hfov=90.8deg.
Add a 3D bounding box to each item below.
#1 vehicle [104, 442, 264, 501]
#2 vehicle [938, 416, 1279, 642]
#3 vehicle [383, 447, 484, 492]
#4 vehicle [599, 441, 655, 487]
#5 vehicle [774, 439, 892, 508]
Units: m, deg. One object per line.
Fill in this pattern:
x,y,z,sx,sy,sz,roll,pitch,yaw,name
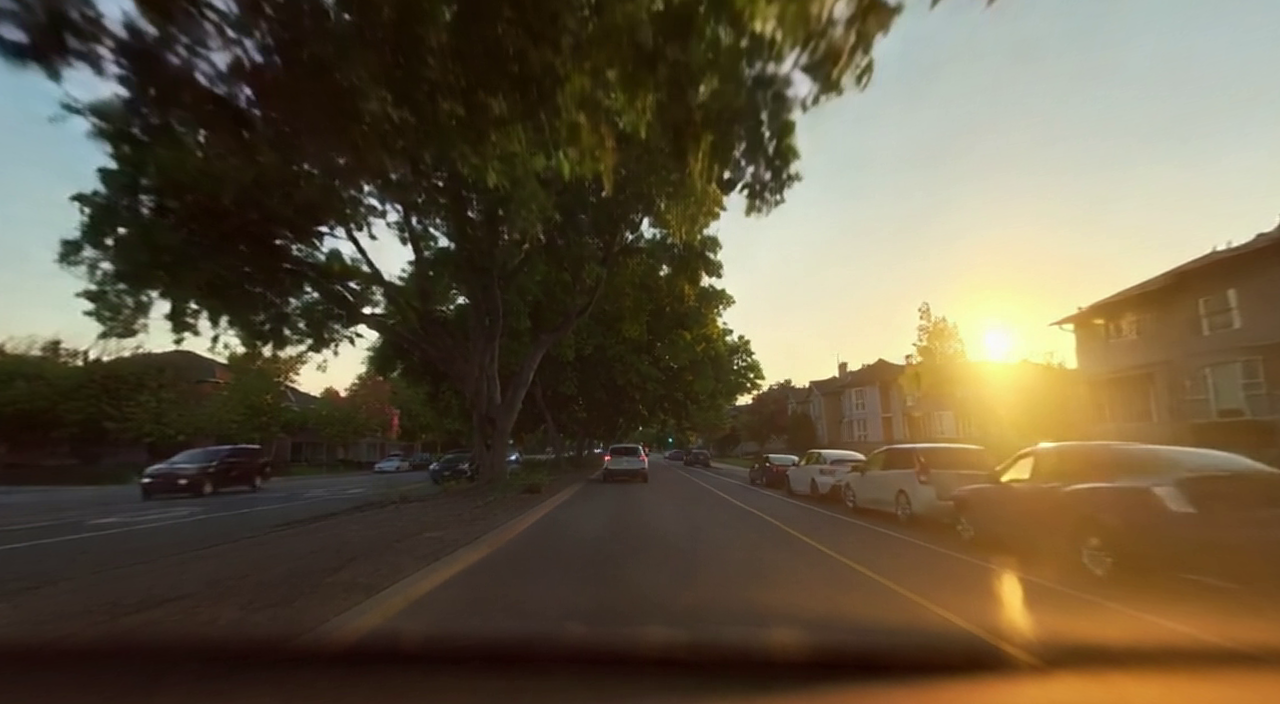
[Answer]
-15.802,4.125,22.315,2.038,1.813,4.764,0,-9,0,vehicle
5.574,1.719,7.254,1.996,1.738,4.496,0,-9,-1,vehicle
-7.473,4.275,23.482,2.105,1.474,4.808,0,-8,1,vehicle
-0.496,4.446,25.446,2.070,1.698,3.925,0,-8,0,vehicle
5.528,3.525,18.892,1.943,1.778,4.778,0,-9,-1,vehicle
